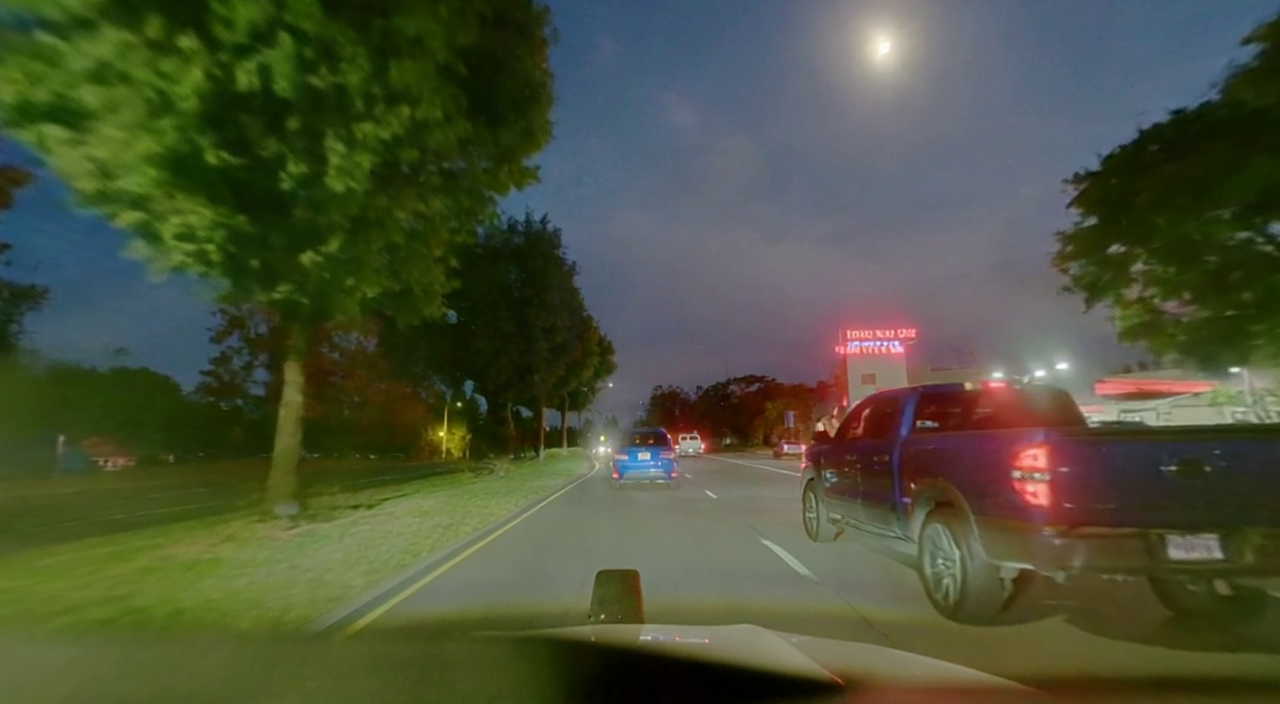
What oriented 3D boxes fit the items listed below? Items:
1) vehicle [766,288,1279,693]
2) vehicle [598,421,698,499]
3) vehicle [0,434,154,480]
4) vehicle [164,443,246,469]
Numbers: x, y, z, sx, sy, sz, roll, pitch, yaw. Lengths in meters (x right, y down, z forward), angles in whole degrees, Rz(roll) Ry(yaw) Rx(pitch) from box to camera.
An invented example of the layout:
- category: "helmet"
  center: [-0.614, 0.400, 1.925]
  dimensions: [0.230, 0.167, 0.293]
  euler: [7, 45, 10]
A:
- category: "vehicle"
  center: [3.306, 1.134, 6.341]
  dimensions: [2.731, 2.101, 6.047]
  euler: [0, -8, -1]
- category: "vehicle"
  center: [0.159, 2.619, 15.592]
  dimensions: [2.145, 1.650, 4.021]
  euler: [0, -8, 0]
- category: "vehicle"
  center: [-32.204, 5.975, 35.994]
  dimensions: [2.664, 2.215, 7.903]
  euler: [-3, -9, -1]
- category: "vehicle"
  center: [-28.119, 6.754, 40.765]
  dimensions: [3.894, 1.527, 1.872]
  euler: [-1, -10, -1]
